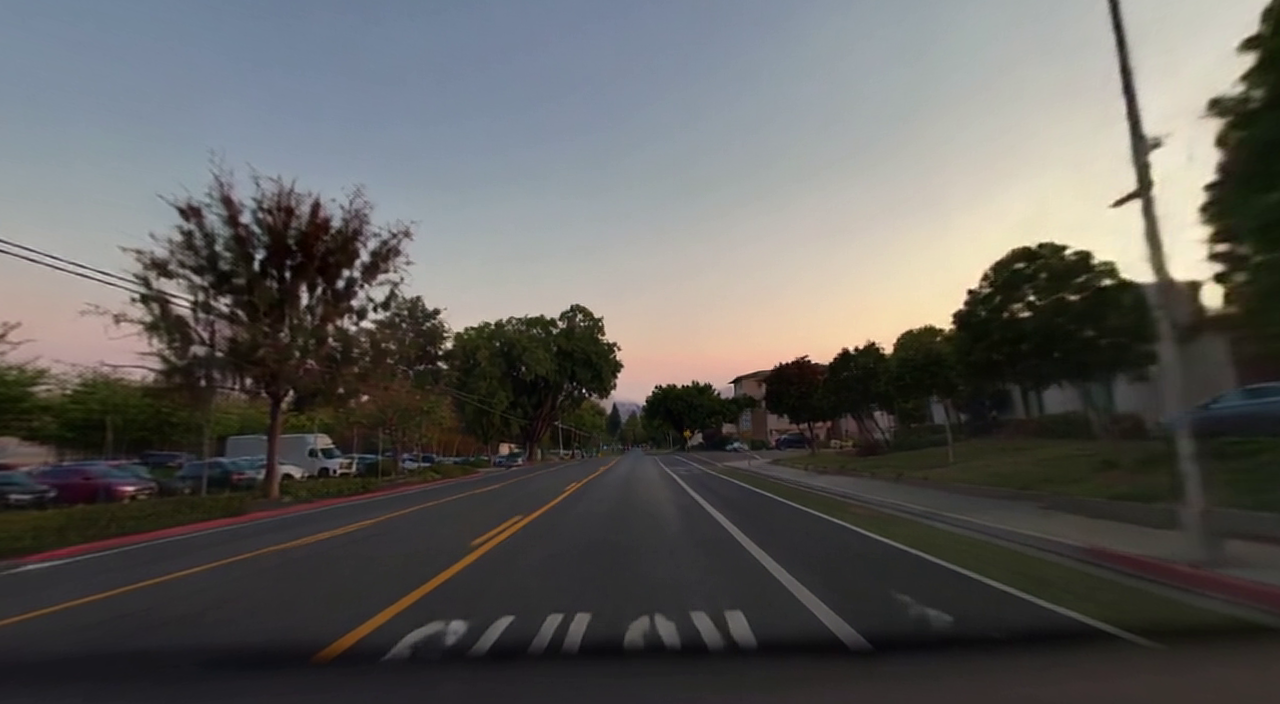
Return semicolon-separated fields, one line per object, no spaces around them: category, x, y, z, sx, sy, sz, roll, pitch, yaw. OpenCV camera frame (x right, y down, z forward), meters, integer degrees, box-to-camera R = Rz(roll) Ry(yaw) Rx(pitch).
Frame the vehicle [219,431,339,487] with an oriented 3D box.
vehicle;-19.411;5.720;33.961;5.971;2.749;2.293;-4;-9;23

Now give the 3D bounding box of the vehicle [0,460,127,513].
vehicle;-18.670;4.192;20.015;4.039;1.482;1.832;-4;-9;20
